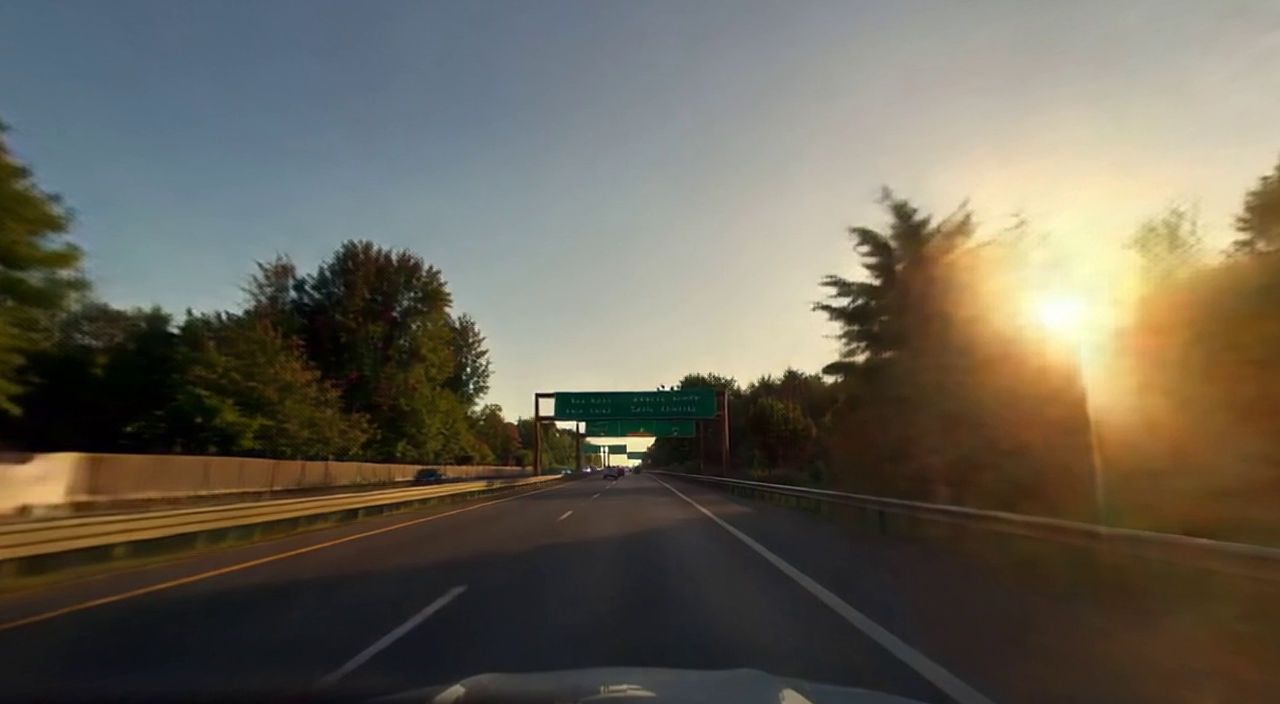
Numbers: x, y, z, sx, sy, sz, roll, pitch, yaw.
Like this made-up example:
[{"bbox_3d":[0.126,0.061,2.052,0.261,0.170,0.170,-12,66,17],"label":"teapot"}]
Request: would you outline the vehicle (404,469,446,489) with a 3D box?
[{"bbox_3d":[-16.439,9.704,48.380,1.807,1.428,3.938,1,-11,1],"label":"vehicle"}]
